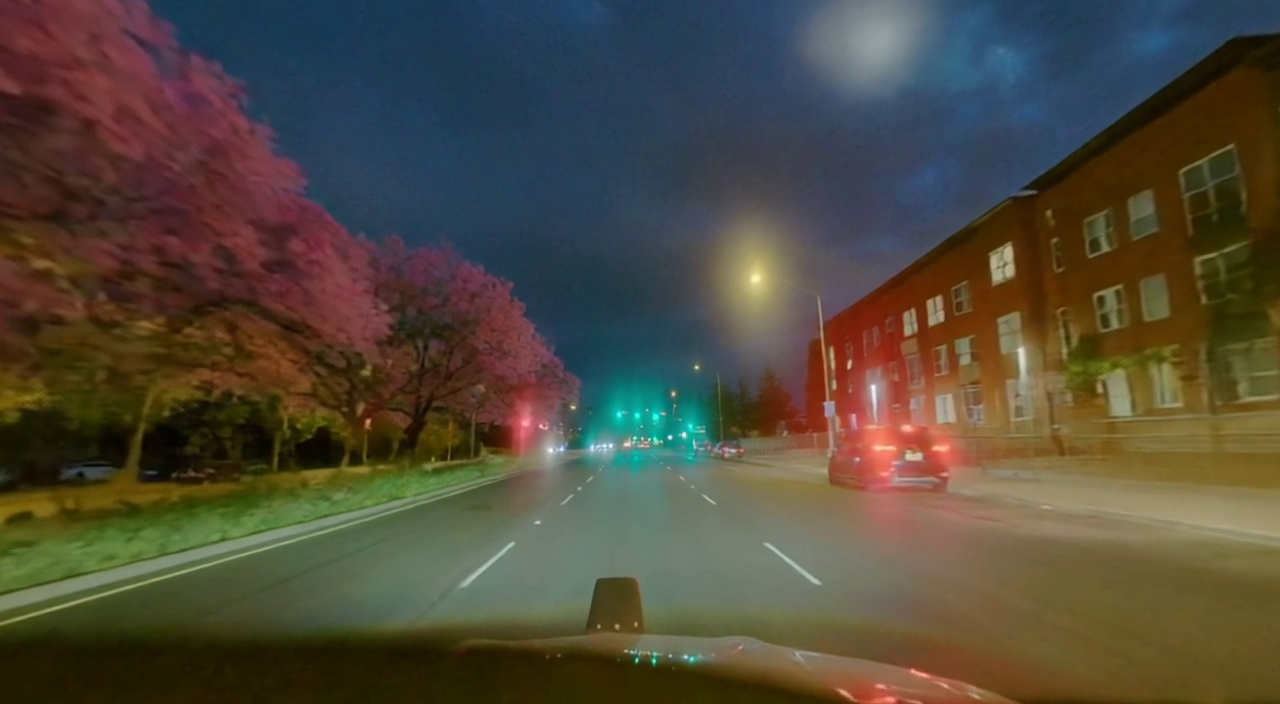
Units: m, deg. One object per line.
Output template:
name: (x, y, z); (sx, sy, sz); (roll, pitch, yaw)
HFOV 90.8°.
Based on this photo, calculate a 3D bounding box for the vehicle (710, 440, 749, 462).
vehicle: (6.466, 7.221, 46.225); (1.891, 1.456, 4.909); (0, -8, -3)

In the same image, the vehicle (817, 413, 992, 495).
vehicle: (6.921, 2.766, 17.411); (2.450, 1.892, 5.107); (0, -8, -2)

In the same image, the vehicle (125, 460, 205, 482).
vehicle: (-33.991, 8.521, 45.341); (4.077, 1.429, 1.997); (2, -9, -17)

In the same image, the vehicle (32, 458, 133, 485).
vehicle: (-34.225, 7.333, 38.866); (4.207, 1.473, 1.821); (1, -9, -11)
